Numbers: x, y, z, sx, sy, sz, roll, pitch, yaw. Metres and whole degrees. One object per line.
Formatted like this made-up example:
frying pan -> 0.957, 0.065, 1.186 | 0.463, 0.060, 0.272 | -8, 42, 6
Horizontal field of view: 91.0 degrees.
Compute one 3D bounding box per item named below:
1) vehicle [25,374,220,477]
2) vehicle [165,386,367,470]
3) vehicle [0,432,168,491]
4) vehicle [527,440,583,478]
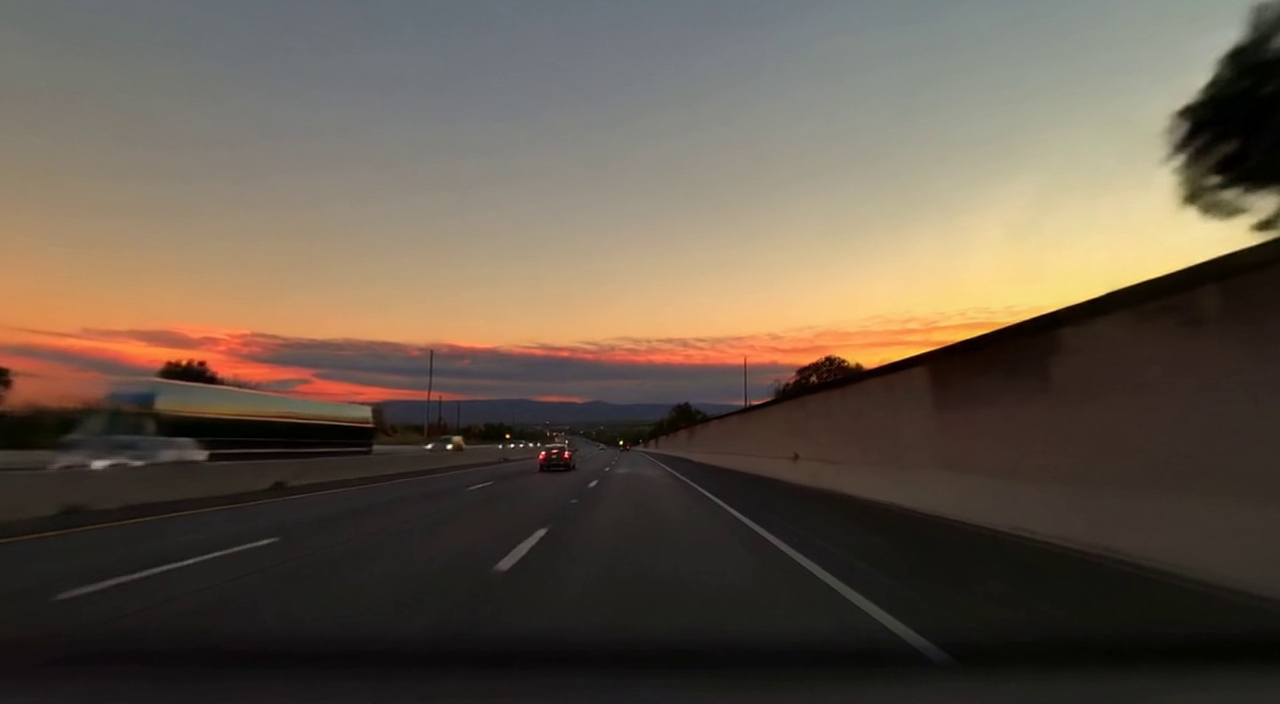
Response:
vehicle -> -21.599, 3.211, 26.878 | 2.964, 3.891, 5.988 | 0, -8, 0
vehicle -> -21.725, 4.881, 38.718 | 2.929, 4.118, 15.561 | 0, -9, 0
vehicle -> -17.138, 3.265, 19.097 | 2.064, 1.556, 4.548 | 0, -8, 0
vehicle -> -4.043, 5.159, 30.642 | 2.133, 1.683, 4.340 | 0, -8, 0
